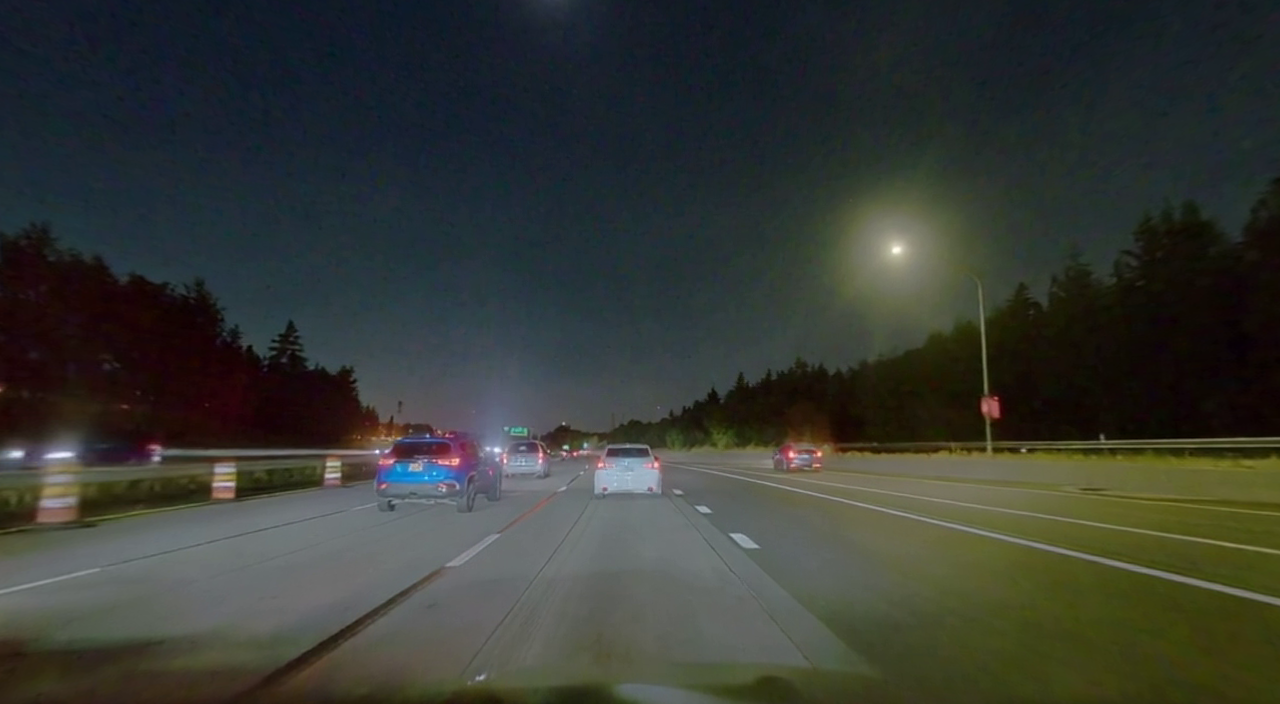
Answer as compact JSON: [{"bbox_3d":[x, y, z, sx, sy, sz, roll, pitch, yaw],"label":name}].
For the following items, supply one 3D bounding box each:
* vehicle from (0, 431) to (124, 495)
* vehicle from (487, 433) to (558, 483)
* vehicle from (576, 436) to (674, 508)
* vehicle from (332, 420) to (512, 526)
[{"bbox_3d":[-18.263,3.252,18.956,1.936,1.710,4.301,0,-8,-1],"label":"vehicle"},{"bbox_3d":[-4.337,3.980,23.980,1.982,1.727,4.057,0,-9,-1],"label":"vehicle"},{"bbox_3d":[-0.400,2.826,15.313,2.069,1.484,3.982,0,-9,-2],"label":"vehicle"},{"bbox_3d":[-3.953,2.273,12.341,2.025,1.708,4.089,0,-9,0],"label":"vehicle"}]
